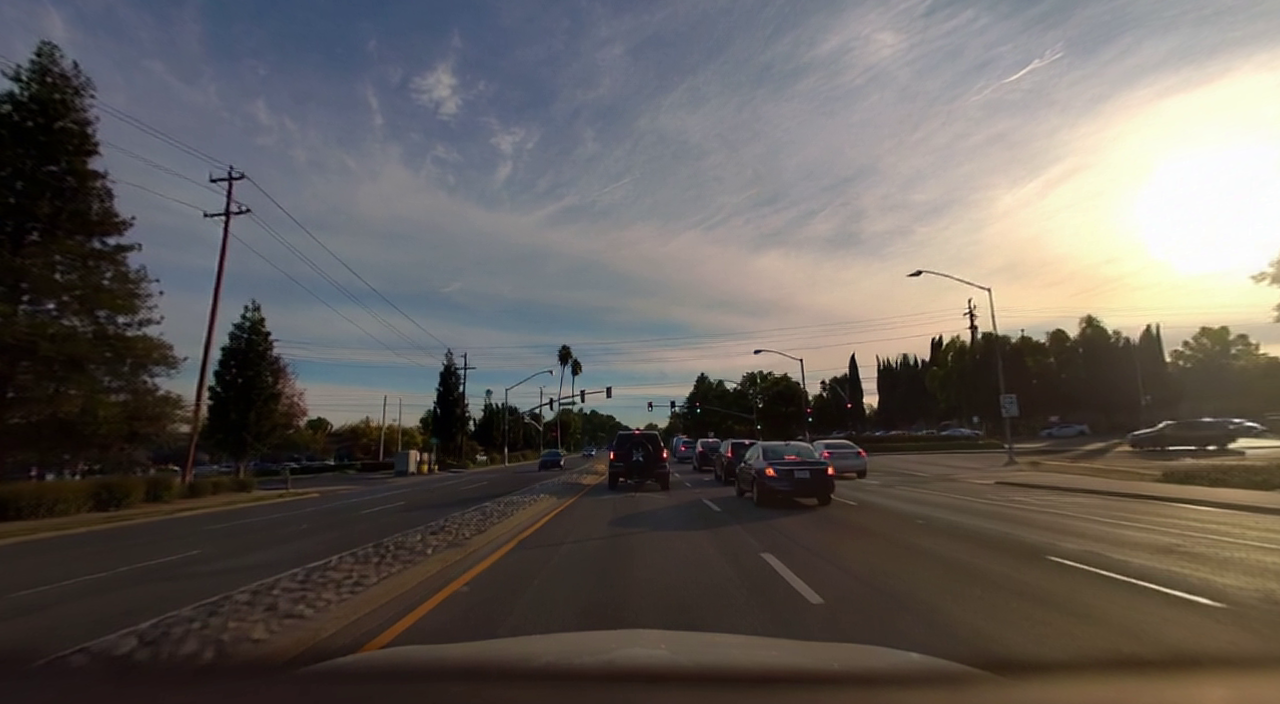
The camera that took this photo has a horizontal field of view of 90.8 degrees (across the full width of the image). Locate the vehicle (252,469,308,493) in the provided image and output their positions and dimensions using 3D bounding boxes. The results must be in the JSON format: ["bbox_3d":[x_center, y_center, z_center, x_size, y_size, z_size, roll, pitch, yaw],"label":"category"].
[{"bbox_3d":[-25.967,9.298,45.566,3.826,1.522,1.741,-8,-11,29],"label":"vehicle"}]

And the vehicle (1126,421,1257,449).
[{"bbox_3d":[41.084,6.275,47.443,7.088,1.918,2.678,-7,-10,37],"label":"vehicle"}]

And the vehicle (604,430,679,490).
[{"bbox_3d":[0.024,3.631,21.553,2.300,1.821,4.254,0,-9,-1],"label":"vehicle"}]

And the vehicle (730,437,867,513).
[{"bbox_3d":[3.417,2.758,14.652,1.984,1.462,4.513,0,-9,0],"label":"vehicle"}]

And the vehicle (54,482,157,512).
[{"bbox_3d":[-32.280,8.756,38.264,4.224,1.614,2.123,0,-9,-1],"label":"vehicle"}]

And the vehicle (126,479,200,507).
[{"bbox_3d":[-33.082,9.764,43.852,3.637,1.483,2.007,-3,-5,2],"label":"vehicle"}]
